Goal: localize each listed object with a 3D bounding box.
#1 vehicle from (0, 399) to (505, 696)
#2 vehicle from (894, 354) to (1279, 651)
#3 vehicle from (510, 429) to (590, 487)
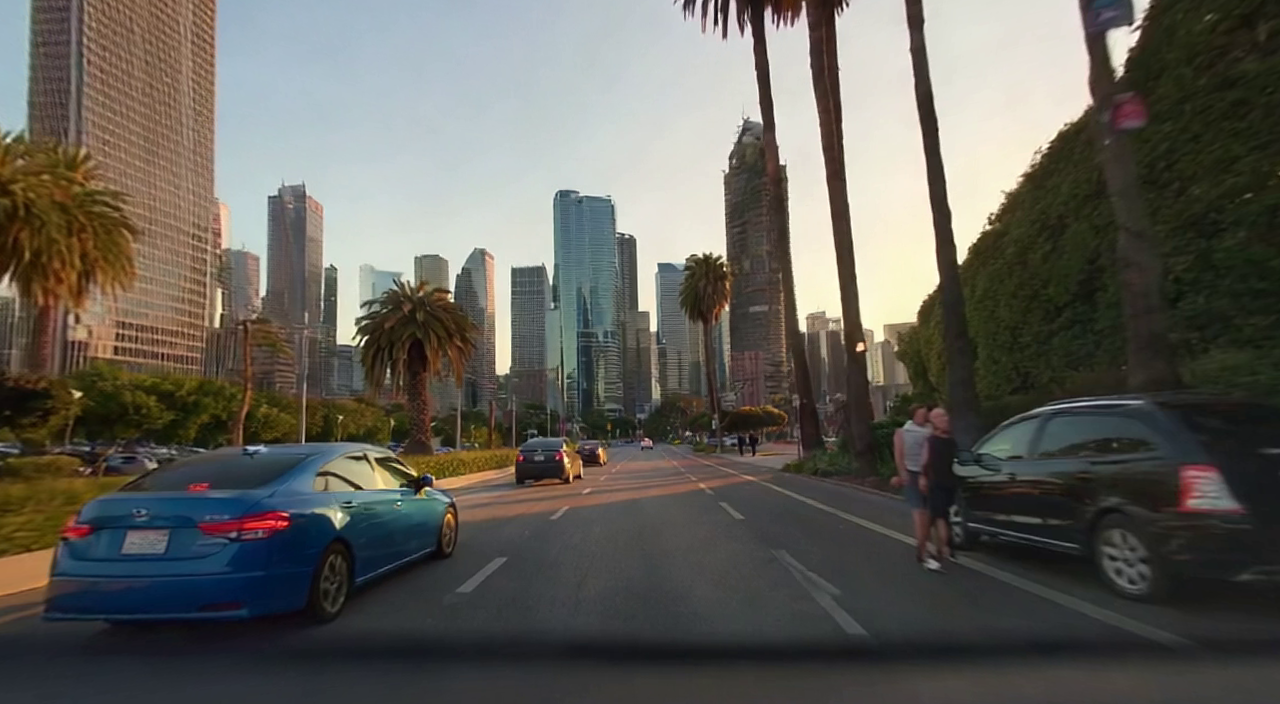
[{"bbox_3d":[-2.770,1.351,5.588,2.071,1.544,4.383,0,-8,2],"label":"vehicle"},{"bbox_3d":[4.516,1.285,6.434,2.060,1.856,4.878,-1,-8,3],"label":"vehicle"},{"bbox_3d":[-2.833,3.462,20.803,1.894,1.702,3.999,0,-8,2],"label":"vehicle"}]
